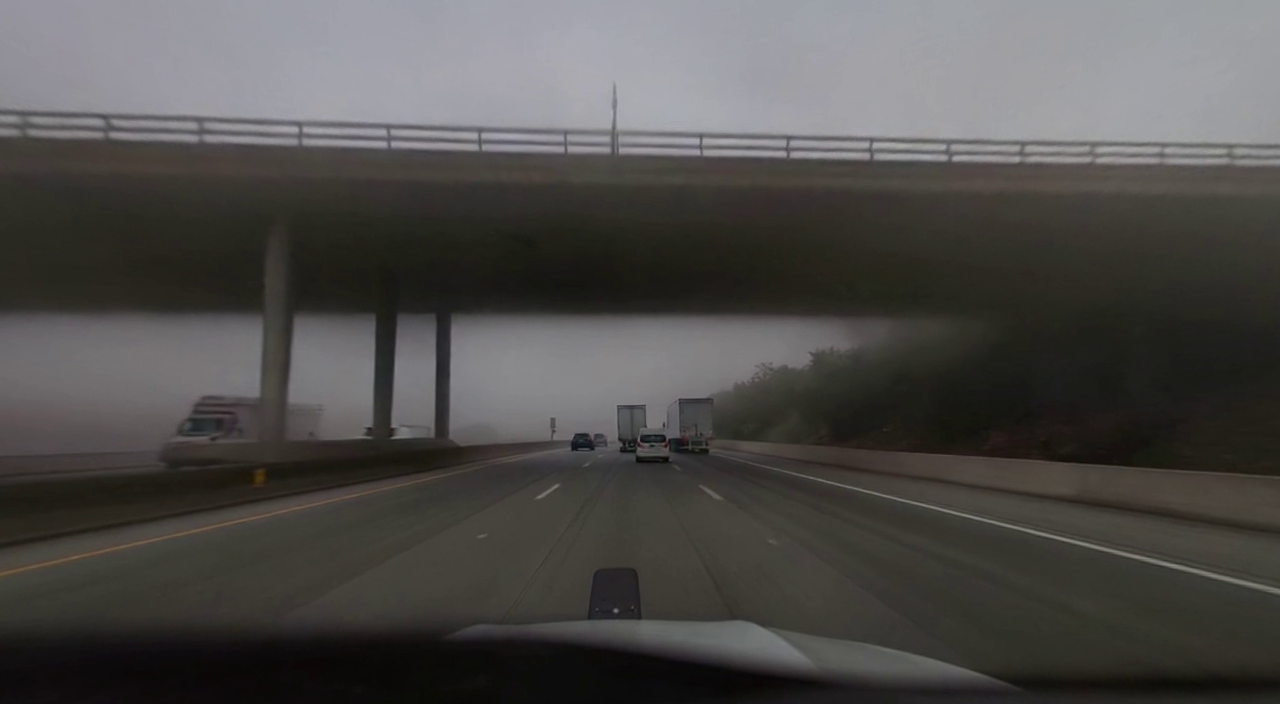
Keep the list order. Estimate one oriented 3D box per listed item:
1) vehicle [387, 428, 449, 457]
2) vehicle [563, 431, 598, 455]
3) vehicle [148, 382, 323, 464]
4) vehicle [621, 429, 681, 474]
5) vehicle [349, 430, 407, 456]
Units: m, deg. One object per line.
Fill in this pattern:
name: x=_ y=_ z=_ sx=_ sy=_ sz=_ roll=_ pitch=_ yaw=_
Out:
vehicle: x=-12.791 y=5.243 z=36.588 sx=2.038 sy=1.572 sz=4.216 roll=0 pitch=-8 yaw=0
vehicle: x=-4.013 y=6.227 z=43.124 sx=1.979 sy=1.527 sz=4.754 roll=0 pitch=-8 yaw=-1
vehicle: x=-21.015 y=3.891 z=33.800 sx=3.125 sy=3.754 sz=9.621 roll=0 pitch=-8 yaw=-1
vehicle: x=0.351 y=3.660 z=23.455 sx=2.059 sy=1.522 sz=3.693 roll=0 pitch=-8 yaw=-1
vehicle: x=-17.245 y=6.020 z=41.724 sx=1.975 sy=1.616 sz=4.475 roll=0 pitch=-8 yaw=-1
